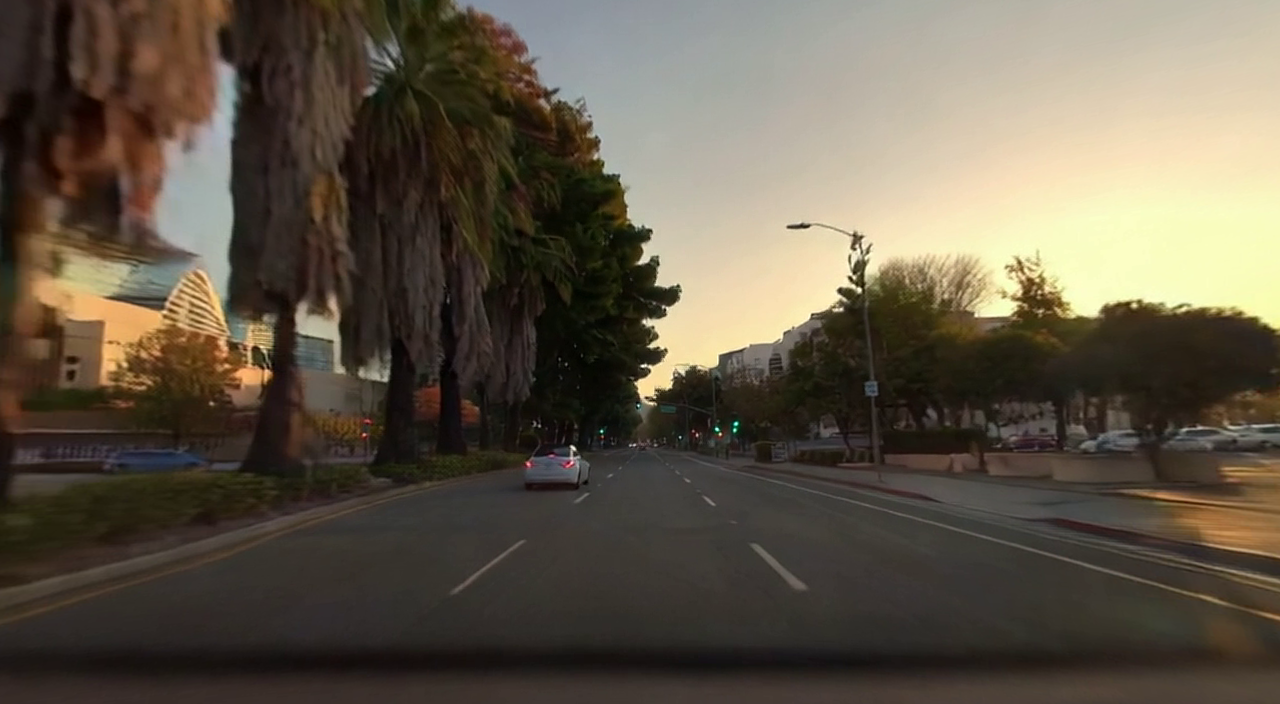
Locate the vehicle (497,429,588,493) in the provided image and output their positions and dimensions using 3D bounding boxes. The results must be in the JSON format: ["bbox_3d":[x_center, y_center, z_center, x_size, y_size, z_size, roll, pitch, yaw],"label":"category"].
[{"bbox_3d":[-2.895,3.372,19.755,2.011,1.756,4.478,0,-9,2],"label":"vehicle"}]

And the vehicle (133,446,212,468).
[{"bbox_3d":[-36.257,8.153,48.973,4.553,1.492,1.967,-2,-8,-1],"label":"vehicle"}]
